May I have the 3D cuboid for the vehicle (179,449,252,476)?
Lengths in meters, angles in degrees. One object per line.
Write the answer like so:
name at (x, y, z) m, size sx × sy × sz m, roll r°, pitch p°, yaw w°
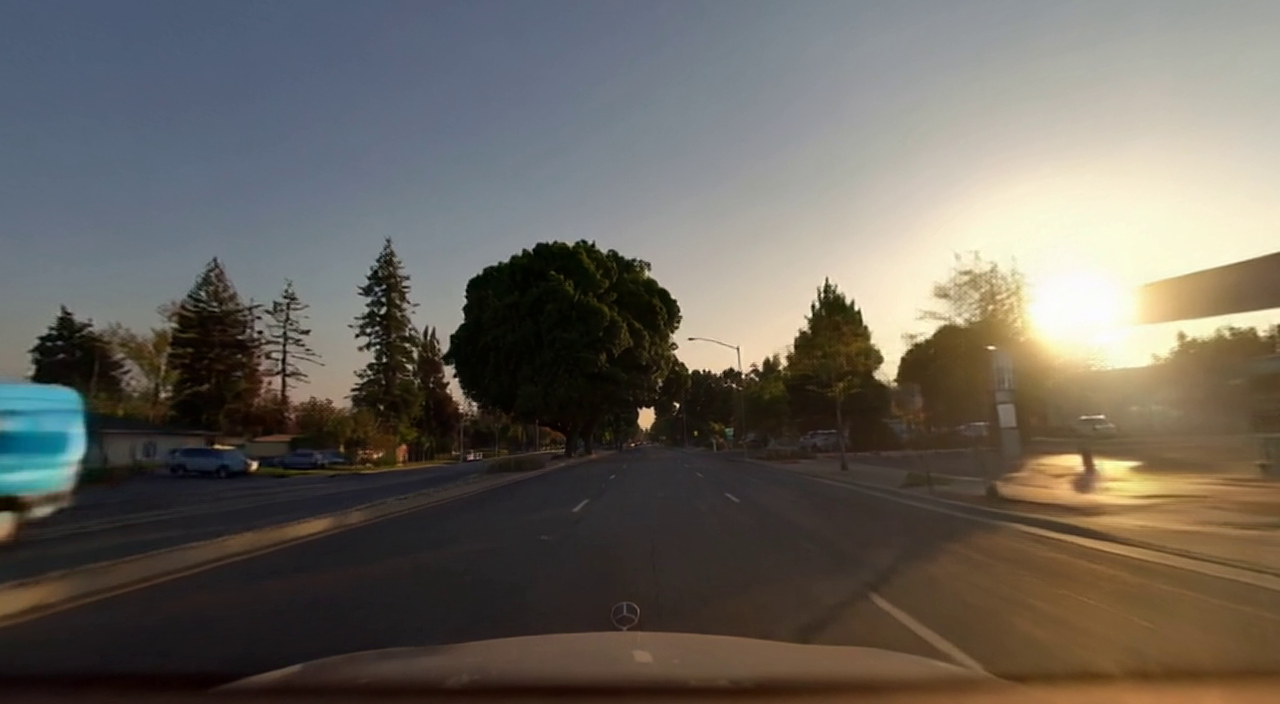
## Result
vehicle at (-33.244, 8.636, 49.533) m, size 4.201 × 2.024 × 2.058 m, roll -1°, pitch -8°, yaw 2°

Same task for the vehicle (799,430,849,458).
vehicle at (13.187, 6.627, 45.640) m, size 2.108 × 1.877 × 4.807 m, roll -1°, pitch -8°, yaw 0°

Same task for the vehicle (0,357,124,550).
vehicle at (-11.989, 1.524, 9.352) m, size 2.931 × 3.122 × 6.555 m, roll -1°, pitch -8°, yaw 2°

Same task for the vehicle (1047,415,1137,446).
vehicle at (31.480, 5.564, 44.273) m, size 2.367 × 2.056 × 5.466 m, roll -1°, pitch -8°, yaw 2°

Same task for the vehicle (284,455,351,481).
vehicle at (-21.061, 7.559, 41.479) m, size 1.787 × 1.471 × 4.709 m, roll -1°, pitch -8°, yaw 3°

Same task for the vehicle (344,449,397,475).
vehicle at (-20.951, 8.537, 49.310) m, size 1.988 × 1.785 × 4.802 m, roll -1°, pitch -8°, yaw 1°

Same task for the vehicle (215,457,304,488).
vehicle at (-21.252, 6.715, 35.556) m, size 1.924 × 1.479 × 4.706 m, roll -1°, pitch -8°, yaw 2°
